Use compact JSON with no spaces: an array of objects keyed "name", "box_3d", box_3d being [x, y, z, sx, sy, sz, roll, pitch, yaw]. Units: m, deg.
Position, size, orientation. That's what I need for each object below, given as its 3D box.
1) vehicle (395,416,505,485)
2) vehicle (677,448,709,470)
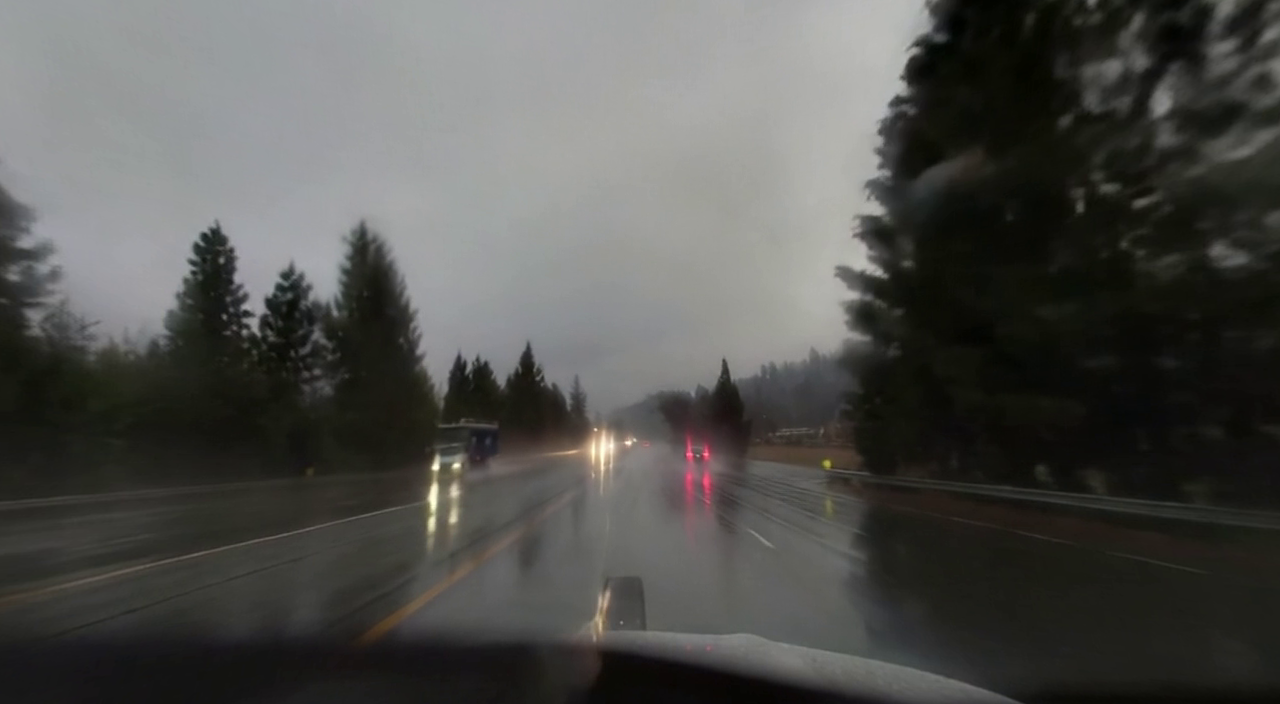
[{"name":"vehicle","box_3d":[-12.733,6.919,44.267,3.267,4.040,13.923,0,-9,0]},{"name":"vehicle","box_3d":[4.024,8.120,48.185,2.013,1.584,3.995,0,-9,-1]}]
